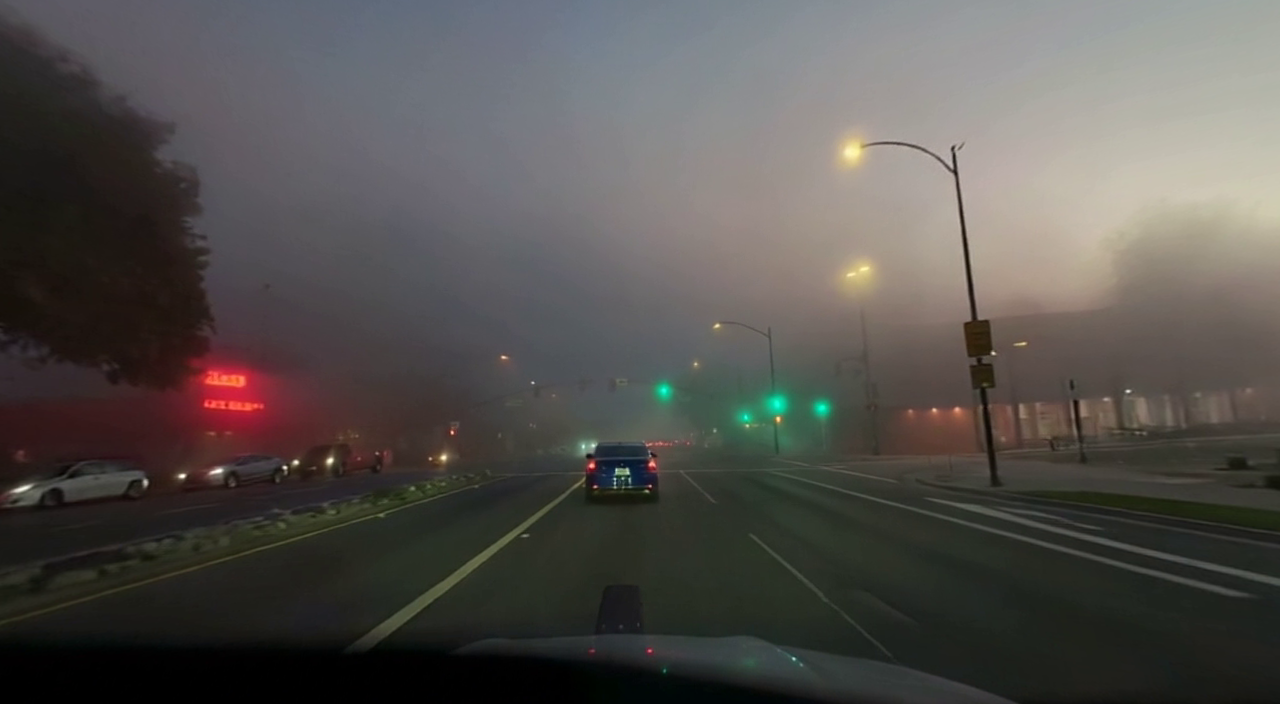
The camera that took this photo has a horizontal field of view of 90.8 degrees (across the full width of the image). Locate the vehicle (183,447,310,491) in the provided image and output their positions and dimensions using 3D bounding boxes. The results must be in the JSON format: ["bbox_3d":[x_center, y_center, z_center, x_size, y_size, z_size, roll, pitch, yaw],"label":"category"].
[{"bbox_3d":[-15.591,4.615,25.389,2.131,1.560,4.563,-1,-9,1],"label":"vehicle"}]

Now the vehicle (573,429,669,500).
[{"bbox_3d":[-0.397,2.695,15.440,2.045,1.510,3.690,0,-9,0],"label":"vehicle"}]

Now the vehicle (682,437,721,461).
[{"bbox_3d":[3.848,6.169,40.187,2.122,1.454,4.271,0,-9,1],"label":"vehicle"}]

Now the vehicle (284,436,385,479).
[{"bbox_3d":[-15.426,5.355,32.392,2.250,1.981,5.861,0,-9,0],"label":"vehicle"}]

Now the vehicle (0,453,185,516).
[{"bbox_3d":[-15.659,3.603,17.796,1.931,1.455,5.023,0,-9,0],"label":"vehicle"}]

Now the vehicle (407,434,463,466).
[{"bbox_3d":[-15.077,7.266,46.841,2.285,2.196,5.163,0,-9,1],"label":"vehicle"}]
